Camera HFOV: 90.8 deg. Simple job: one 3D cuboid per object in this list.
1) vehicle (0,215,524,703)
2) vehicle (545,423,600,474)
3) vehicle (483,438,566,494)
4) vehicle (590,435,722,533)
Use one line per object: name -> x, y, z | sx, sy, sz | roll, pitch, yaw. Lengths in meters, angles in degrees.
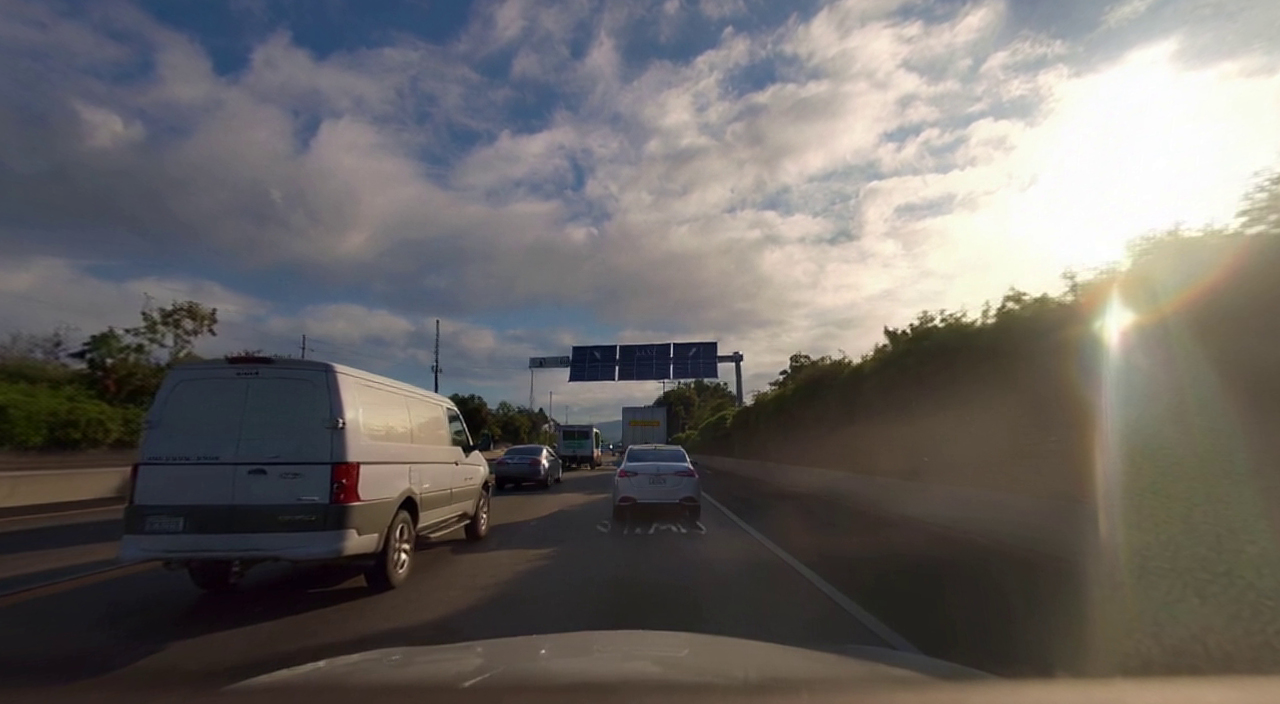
vehicle -> -3.065, 1.054, 6.915 | 2.289, 2.757, 6.726 | 0, -9, 0
vehicle -> -3.667, 5.405, 35.315 | 2.290, 2.613, 5.975 | 0, -9, 1
vehicle -> -3.634, 3.673, 20.586 | 1.963, 1.627, 3.849 | 0, -9, 0
vehicle -> 0.229, 2.343, 11.684 | 2.063, 1.507, 3.488 | 0, -9, -1
